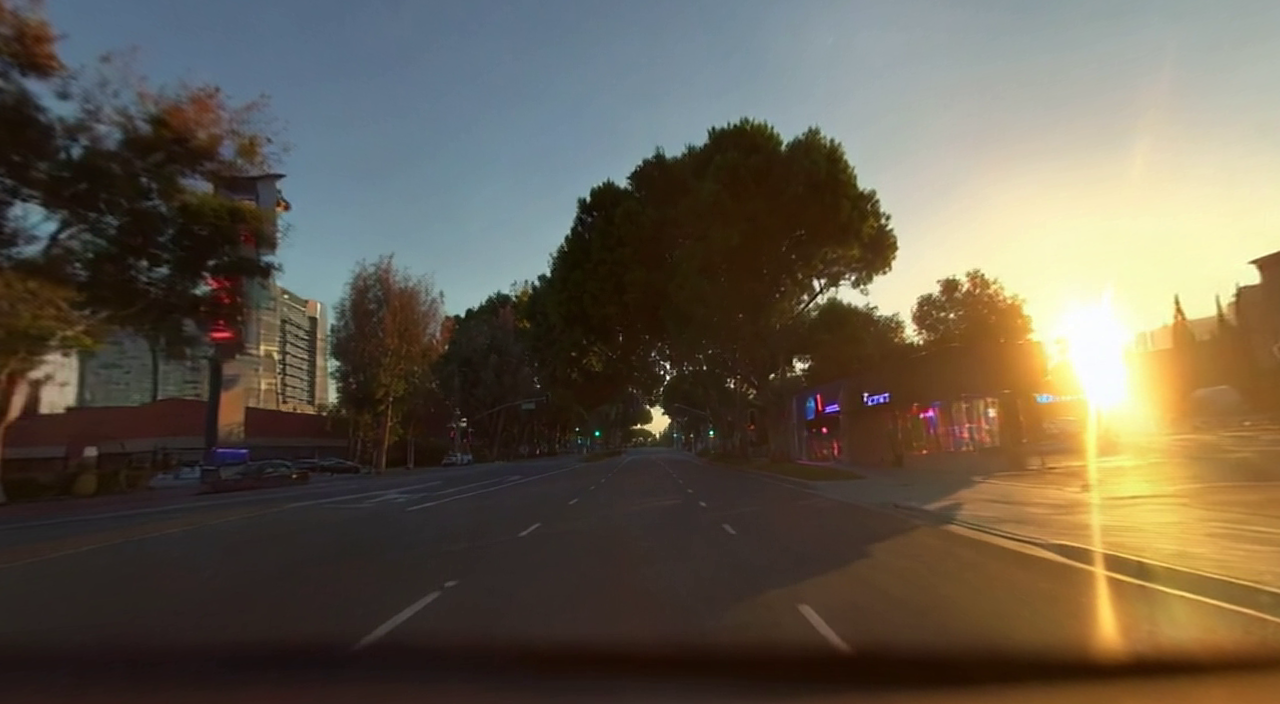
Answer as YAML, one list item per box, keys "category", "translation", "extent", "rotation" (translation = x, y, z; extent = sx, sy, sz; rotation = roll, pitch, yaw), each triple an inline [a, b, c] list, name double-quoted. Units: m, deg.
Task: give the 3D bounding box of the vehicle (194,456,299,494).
- category: "vehicle"
  translation: [-18.097, 5.659, 29.267]
  extent: [1.938, 1.465, 4.744]
  rotation: [-2, -9, -1]
